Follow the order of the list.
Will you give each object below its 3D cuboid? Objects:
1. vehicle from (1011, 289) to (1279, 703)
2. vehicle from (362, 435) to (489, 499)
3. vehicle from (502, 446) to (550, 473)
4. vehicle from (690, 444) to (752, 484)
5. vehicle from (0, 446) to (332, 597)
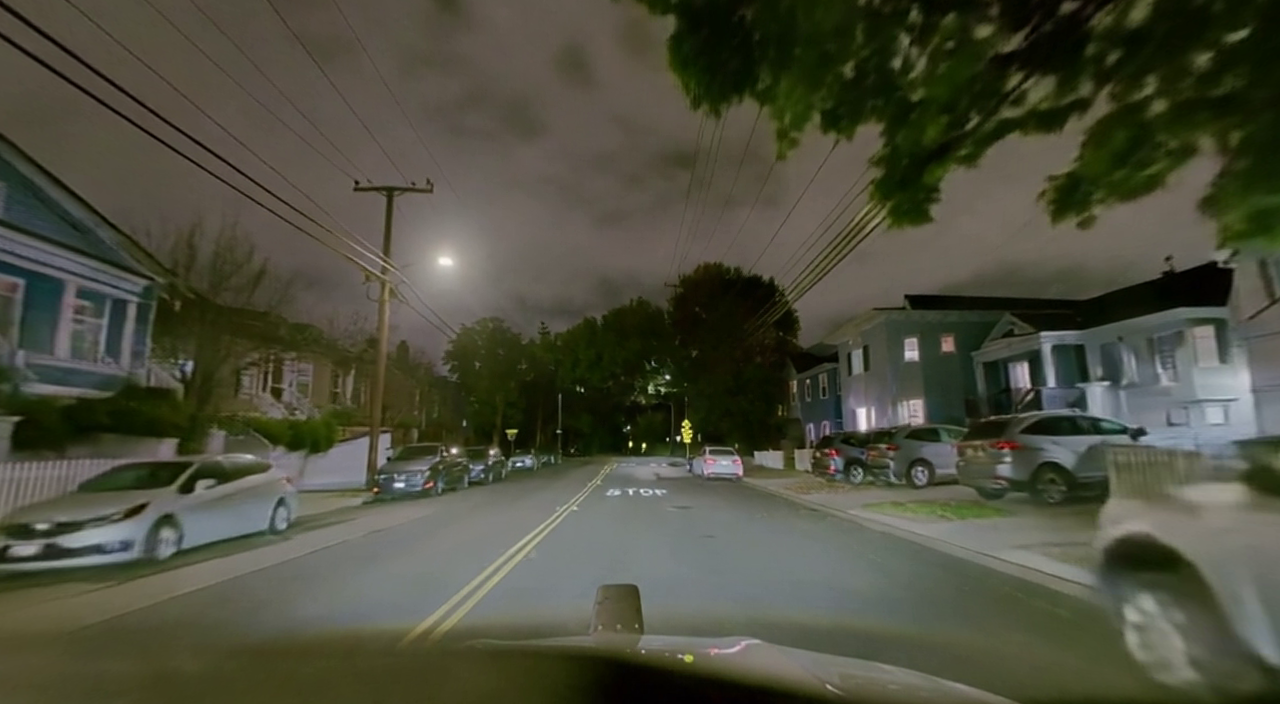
[{"bbox_3d":[3.509,0.642,1.836,2.114,1.909,4.266,0,-9,-2],"label":"vehicle"},{"bbox_3d":[-6.545,3.576,20.112,2.136,1.757,5.365,0,-9,0],"label":"vehicle"},{"bbox_3d":[-6.762,6.449,38.099,2.056,1.481,4.451,0,-9,0],"label":"vehicle"},{"bbox_3d":[3.380,4.785,27.407,1.963,1.536,5.446,0,-9,0],"label":"vehicle"},{"bbox_3d":[-6.477,2.019,8.544,2.211,1.469,4.380,0,-9,4],"label":"vehicle"}]
